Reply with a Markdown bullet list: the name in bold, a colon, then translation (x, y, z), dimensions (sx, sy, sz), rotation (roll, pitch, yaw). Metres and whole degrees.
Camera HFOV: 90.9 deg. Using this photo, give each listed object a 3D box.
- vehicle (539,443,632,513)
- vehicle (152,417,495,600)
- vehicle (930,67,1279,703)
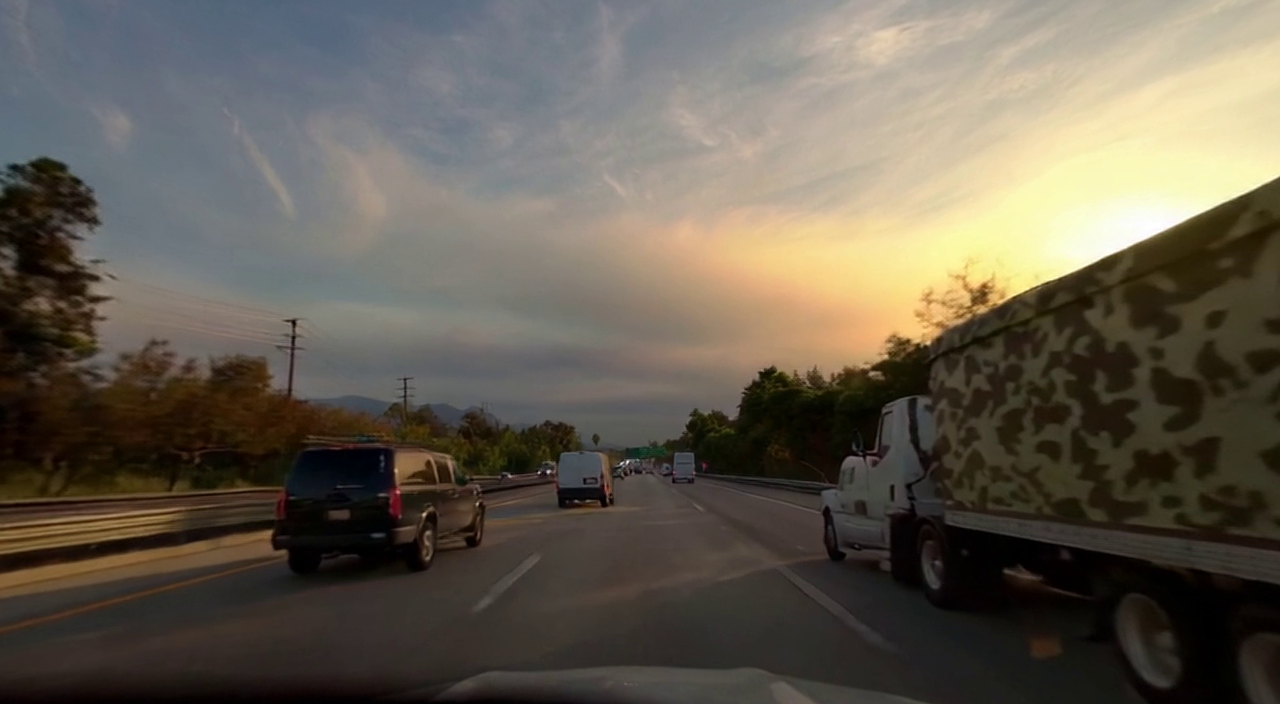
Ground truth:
- **vehicle**: translation (-1.595, 4.074, 20.619), dimensions (2.378, 1.930, 5.086), rotation (1, -11, 2)
- **vehicle**: translation (-3.490, 1.874, 8.145), dimensions (2.124, 1.671, 4.262), rotation (1, -11, 1)
- **vehicle**: translation (4.016, 0.410, 3.018), dimensions (2.703, 2.988, 5.097), rotation (1, -11, 0)
